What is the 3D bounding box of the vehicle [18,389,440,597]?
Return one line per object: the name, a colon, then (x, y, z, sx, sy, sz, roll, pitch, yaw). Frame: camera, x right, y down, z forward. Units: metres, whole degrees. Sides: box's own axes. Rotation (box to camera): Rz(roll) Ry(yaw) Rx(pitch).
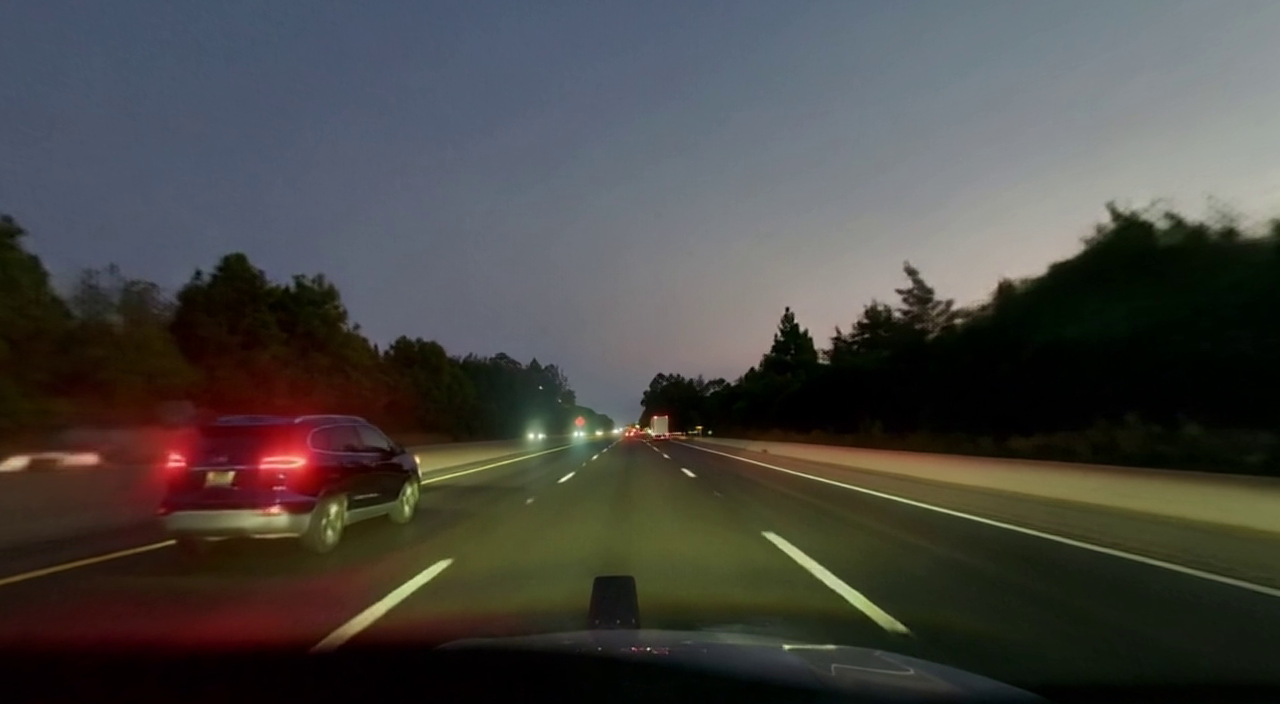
vehicle: (-3.863, 1.362, 6.958, 2.000, 1.620, 3.929, 0, -8, 0)
